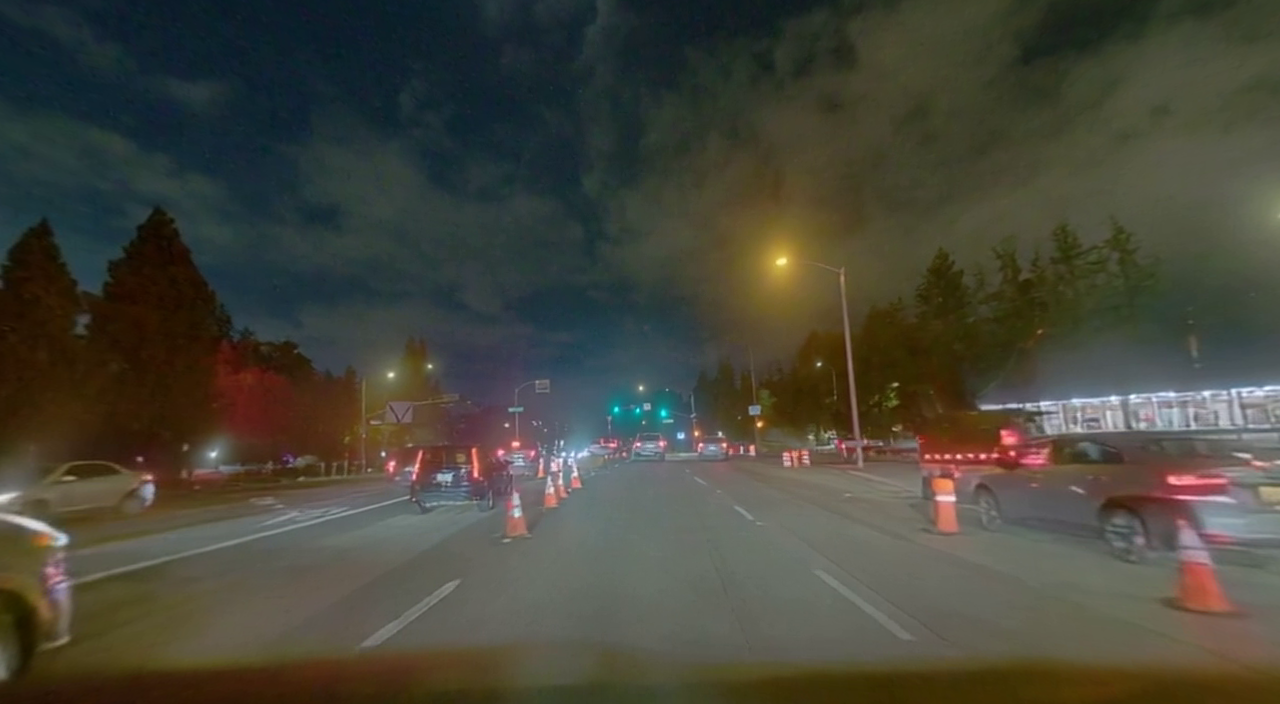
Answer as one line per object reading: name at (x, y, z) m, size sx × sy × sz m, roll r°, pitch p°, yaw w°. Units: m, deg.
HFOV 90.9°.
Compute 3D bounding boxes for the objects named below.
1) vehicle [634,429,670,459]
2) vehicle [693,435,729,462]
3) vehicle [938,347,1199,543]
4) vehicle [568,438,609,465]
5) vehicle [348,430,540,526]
vehicle at (0.887, 6.765, 46.176) m, size 2.505 × 2.084 × 4.768 m, roll 0°, pitch -8°, yaw 1°
vehicle at (4.502, 6.184, 40.432) m, size 1.984 × 1.659 × 4.226 m, roll 0°, pitch -8°, yaw 2°
vehicle at (6.619, 1.462, 10.211) m, size 1.910 × 2.539 × 2.846 m, roll -6°, pitch -7°, yaw 1°
vehicle at (-2.988, 5.912, 37.559) m, size 1.998 × 1.481 × 4.656 m, roll 0°, pitch -8°, yaw 1°
vehicle at (-3.456, 2.323, 12.263) m, size 2.107 × 1.482 × 4.674 m, roll 0°, pitch -8°, yaw 2°
